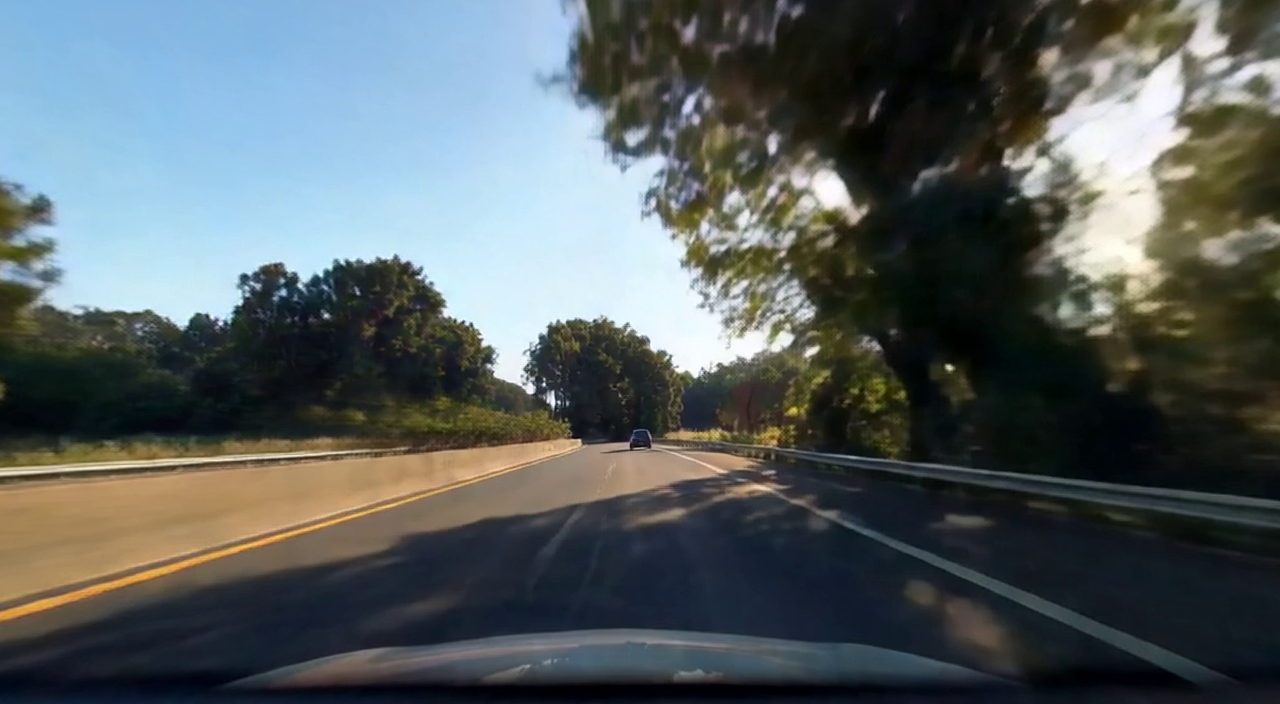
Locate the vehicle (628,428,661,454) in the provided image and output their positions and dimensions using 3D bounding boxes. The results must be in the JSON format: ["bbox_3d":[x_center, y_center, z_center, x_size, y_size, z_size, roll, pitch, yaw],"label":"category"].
[{"bbox_3d":[0.257,6.549,46.669,2.240,1.801,4.545,0,-8,-2],"label":"vehicle"}]
